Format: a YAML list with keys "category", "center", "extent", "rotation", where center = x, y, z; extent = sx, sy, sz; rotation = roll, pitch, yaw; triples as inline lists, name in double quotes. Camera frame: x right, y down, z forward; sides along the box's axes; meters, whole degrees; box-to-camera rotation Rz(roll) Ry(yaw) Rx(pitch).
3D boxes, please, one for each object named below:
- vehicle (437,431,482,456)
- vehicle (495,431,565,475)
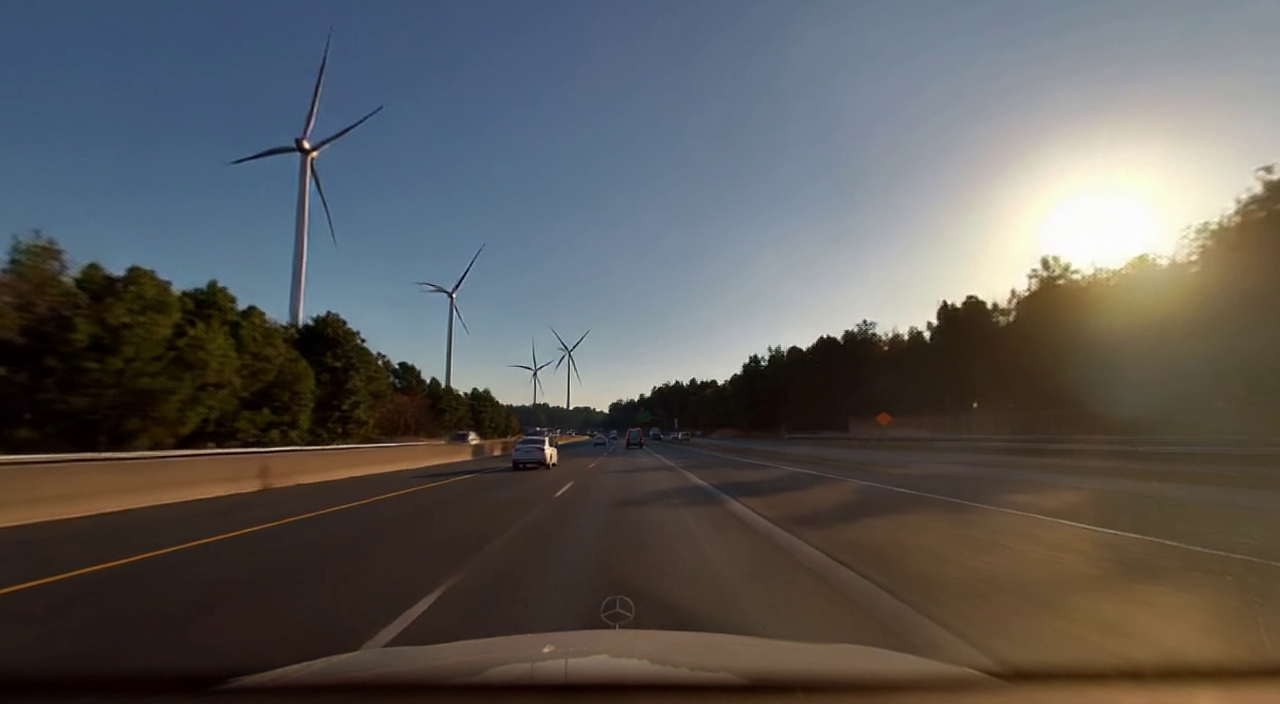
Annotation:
- category: "vehicle"
  center: [-13.283, 6.765, 46.566]
  extent: [1.999, 1.752, 4.588]
  rotation: [0, -8, -1]
- category: "vehicle"
  center: [-4.123, 3.821, 24.173]
  extent: [1.950, 1.511, 3.965]
  rotation: [0, -8, 0]
